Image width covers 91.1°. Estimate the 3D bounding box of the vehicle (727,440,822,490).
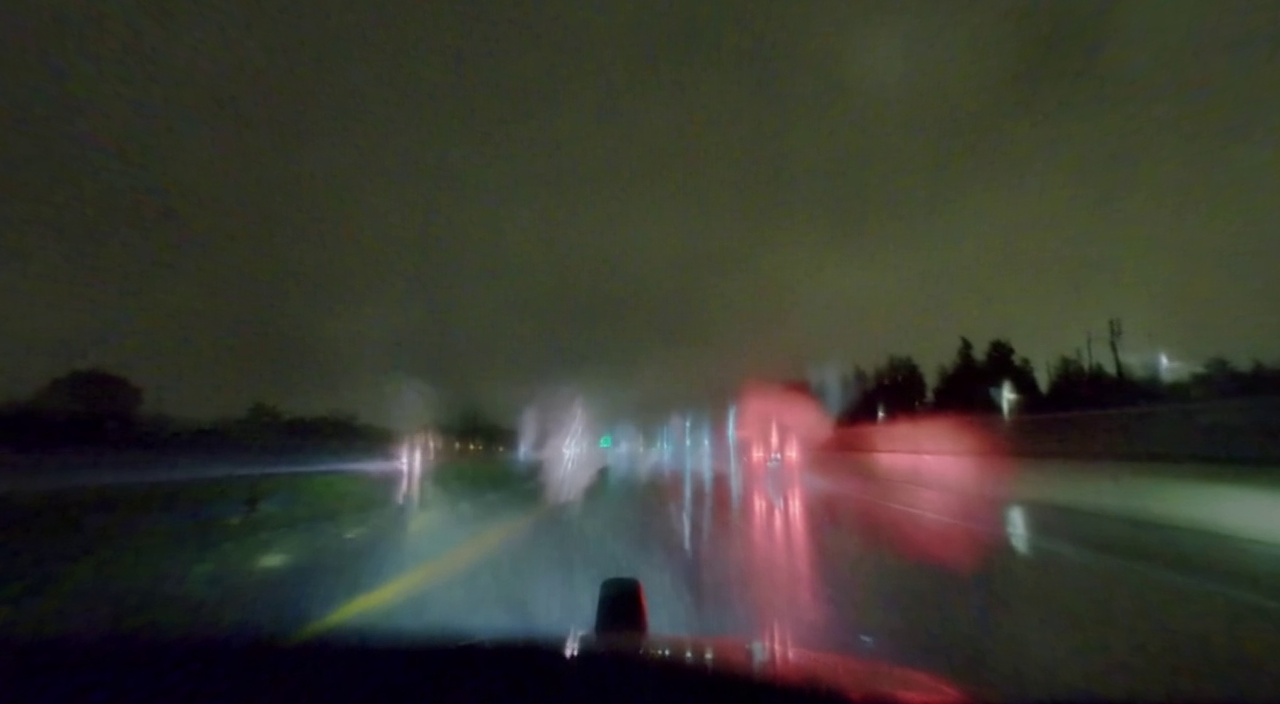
[{"bbox_3d":[4.176,3.592,20.305,2.124,1.405,4.398,0,-8,1],"label":"vehicle"}]
